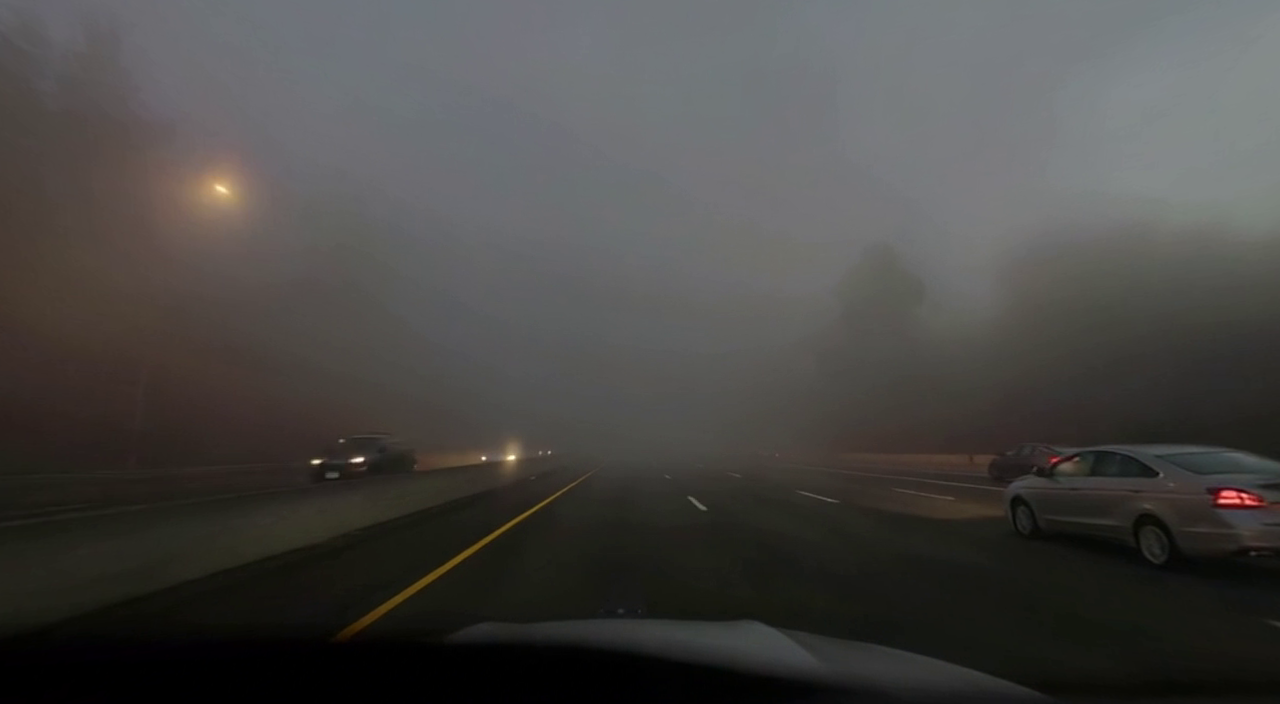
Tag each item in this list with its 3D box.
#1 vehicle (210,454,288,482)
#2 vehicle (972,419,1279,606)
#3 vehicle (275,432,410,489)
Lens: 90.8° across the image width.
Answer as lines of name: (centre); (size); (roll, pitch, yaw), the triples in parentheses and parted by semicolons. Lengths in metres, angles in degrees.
vehicle: (-23.134, 6.858, 37.623); (1.848, 1.468, 4.461); (0, -8, -1)
vehicle: (5.992, 1.611, 7.254); (1.821, 1.470, 4.633); (0, -9, 0)
vehicle: (-8.791, 3.211, 19.174); (1.884, 1.485, 4.376); (0, -8, 1)
